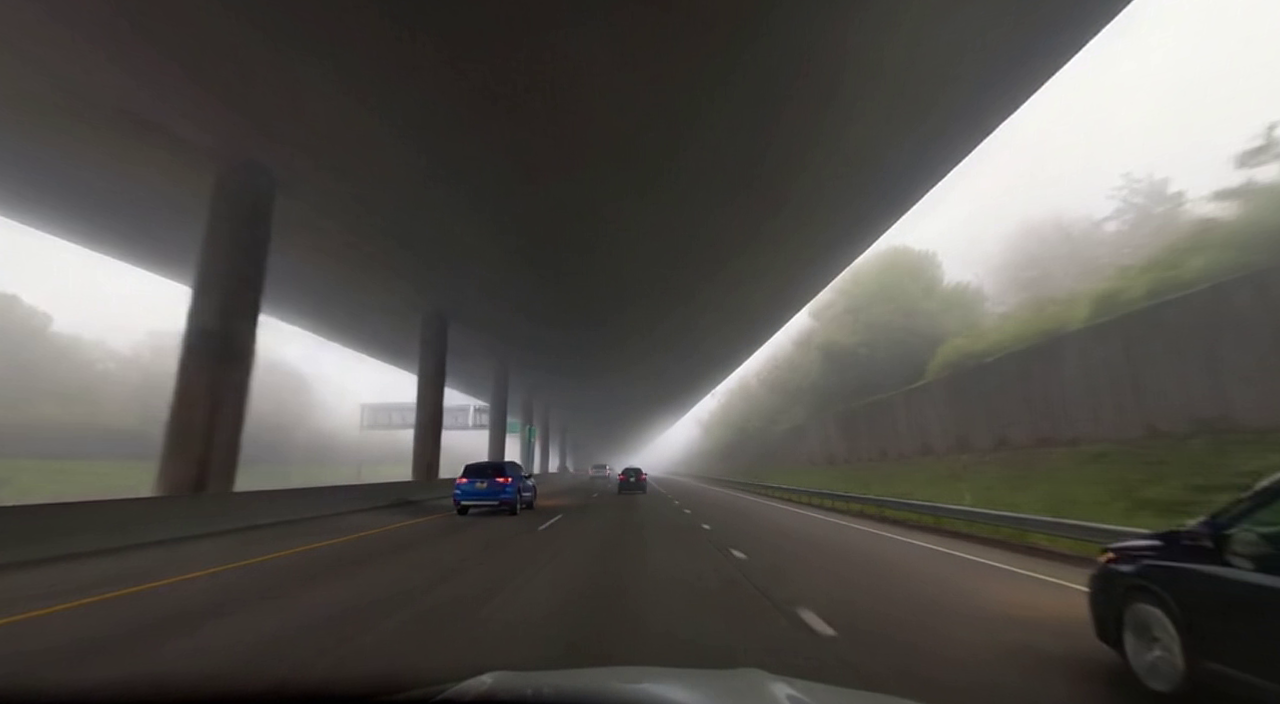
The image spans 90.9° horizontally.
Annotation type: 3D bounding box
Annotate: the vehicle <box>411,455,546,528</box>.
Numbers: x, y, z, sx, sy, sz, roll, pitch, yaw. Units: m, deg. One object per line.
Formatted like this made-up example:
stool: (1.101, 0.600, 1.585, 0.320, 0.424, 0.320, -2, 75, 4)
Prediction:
vehicle: (-3.852, 3.463, 16.011, 2.102, 1.521, 4.687, 1, -11, 1)

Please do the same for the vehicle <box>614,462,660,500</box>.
vehicle: (-0.140, 6.014, 29.595, 1.992, 1.601, 3.762, 1, -11, 0)

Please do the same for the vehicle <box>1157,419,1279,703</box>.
vehicle: (3.829, 0.832, 1.336, 1.992, 1.557, 4.017, 1, -11, 0)
